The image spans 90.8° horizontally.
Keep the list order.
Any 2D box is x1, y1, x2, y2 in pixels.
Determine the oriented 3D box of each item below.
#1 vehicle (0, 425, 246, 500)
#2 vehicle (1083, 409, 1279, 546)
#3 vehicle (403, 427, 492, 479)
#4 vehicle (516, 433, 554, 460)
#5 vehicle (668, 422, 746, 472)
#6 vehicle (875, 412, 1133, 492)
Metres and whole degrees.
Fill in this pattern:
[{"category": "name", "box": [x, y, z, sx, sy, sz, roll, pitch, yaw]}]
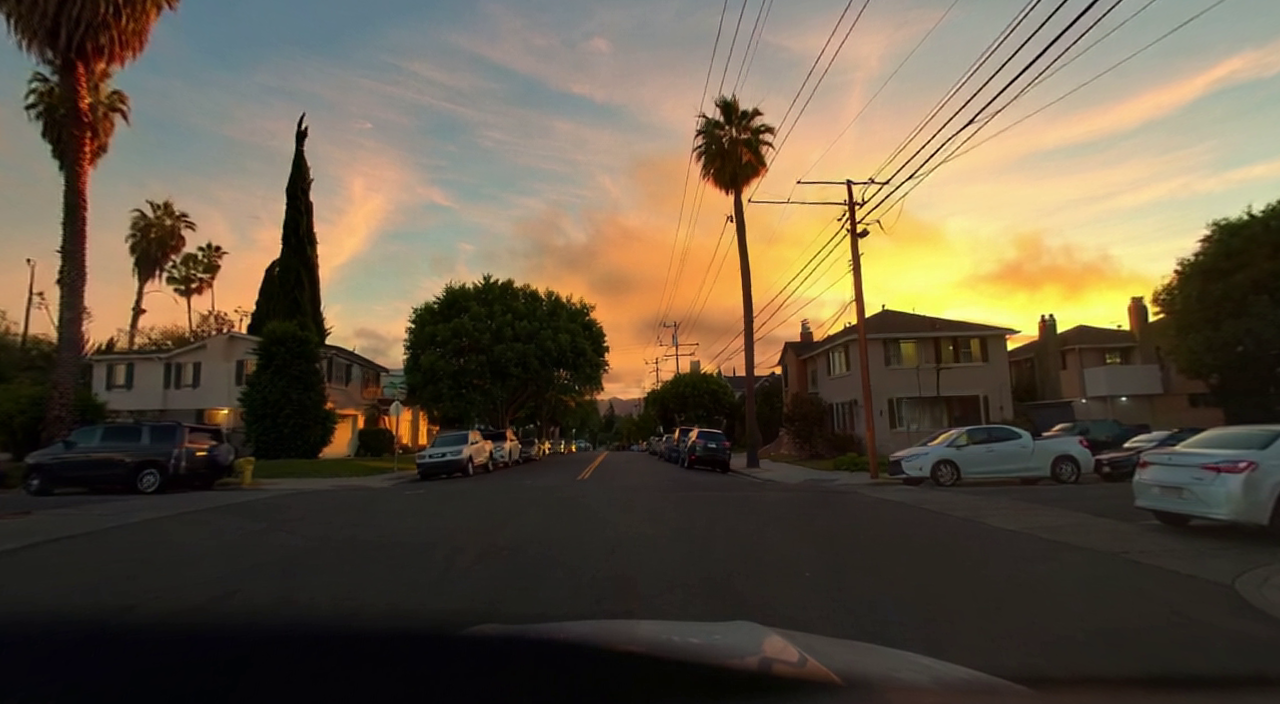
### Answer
[{"category": "vehicle", "box": [-14.802, 3.091, 17.723, 5.847, 1.766, 2.392, -2, -9, -3]}, {"category": "vehicle", "box": [9.003, 1.676, 8.735, 4.181, 1.638, 2.015, 0, -9, -1]}, {"category": "vehicle", "box": [-6.992, 3.742, 23.498, 2.198, 1.724, 4.493, 1, -9, -5]}, {"category": "vehicle", "box": [-7.706, 7.027, 46.815, 2.178, 1.865, 4.658, 0, -9, -2]}, {"category": "vehicle", "box": [2.698, 4.092, 27.252, 2.505, 1.895, 5.805, 0, -9, -2]}, {"category": "vehicle", "box": [10.278, 2.865, 18.209, 5.971, 1.967, 2.385, -1, -9, -5]}]
